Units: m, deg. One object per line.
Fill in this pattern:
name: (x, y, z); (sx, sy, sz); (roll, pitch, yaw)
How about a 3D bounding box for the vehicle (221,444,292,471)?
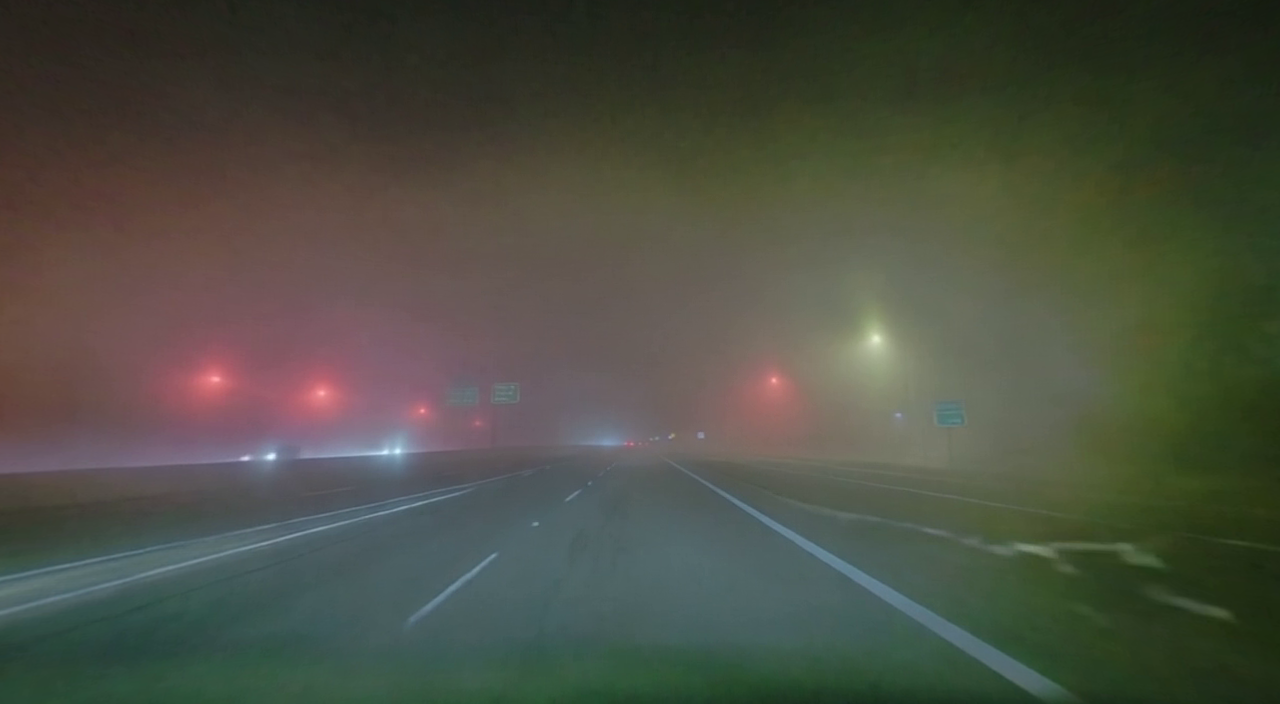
vehicle: (-26.004, 7.135, 42.938); (2.096, 1.682, 4.113); (-1, -8, 4)
